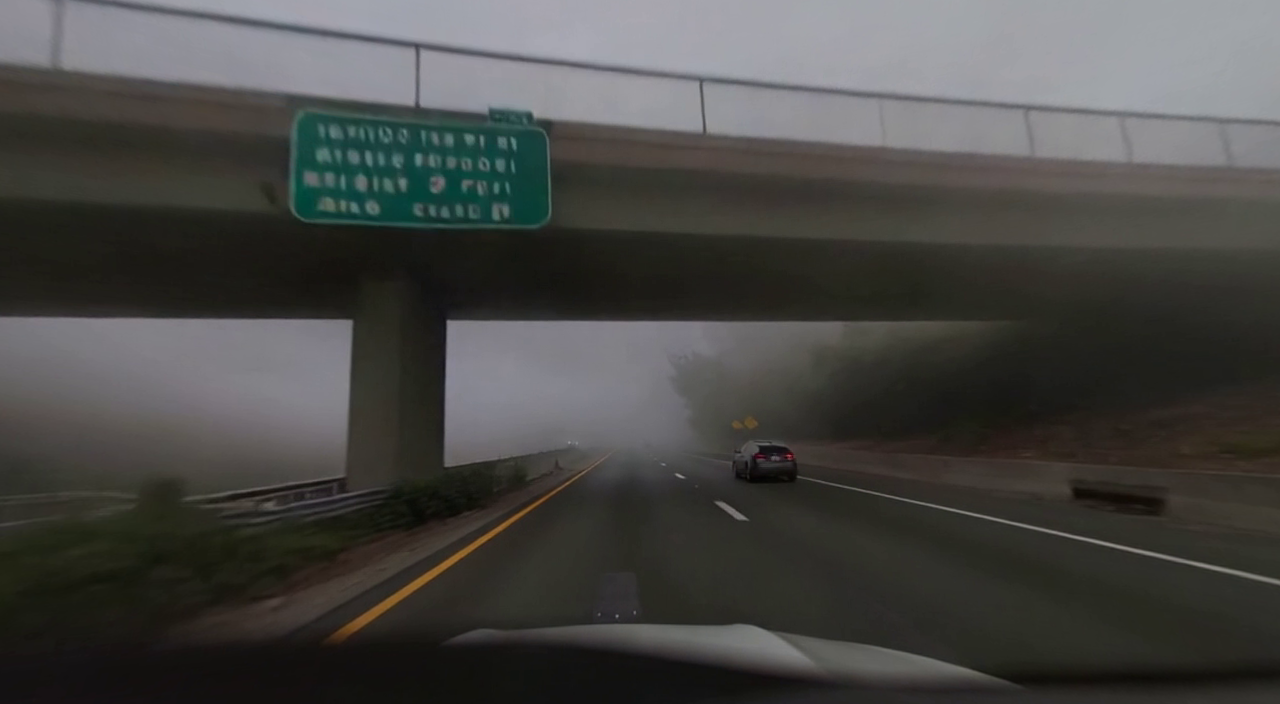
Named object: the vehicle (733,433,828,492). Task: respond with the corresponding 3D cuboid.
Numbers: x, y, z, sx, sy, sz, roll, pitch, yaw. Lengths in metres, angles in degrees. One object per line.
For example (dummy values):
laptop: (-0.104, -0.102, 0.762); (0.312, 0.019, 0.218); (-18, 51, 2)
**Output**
vehicle: (3.870, 3.087, 17.951); (1.781, 1.470, 3.540); (0, -8, -2)
